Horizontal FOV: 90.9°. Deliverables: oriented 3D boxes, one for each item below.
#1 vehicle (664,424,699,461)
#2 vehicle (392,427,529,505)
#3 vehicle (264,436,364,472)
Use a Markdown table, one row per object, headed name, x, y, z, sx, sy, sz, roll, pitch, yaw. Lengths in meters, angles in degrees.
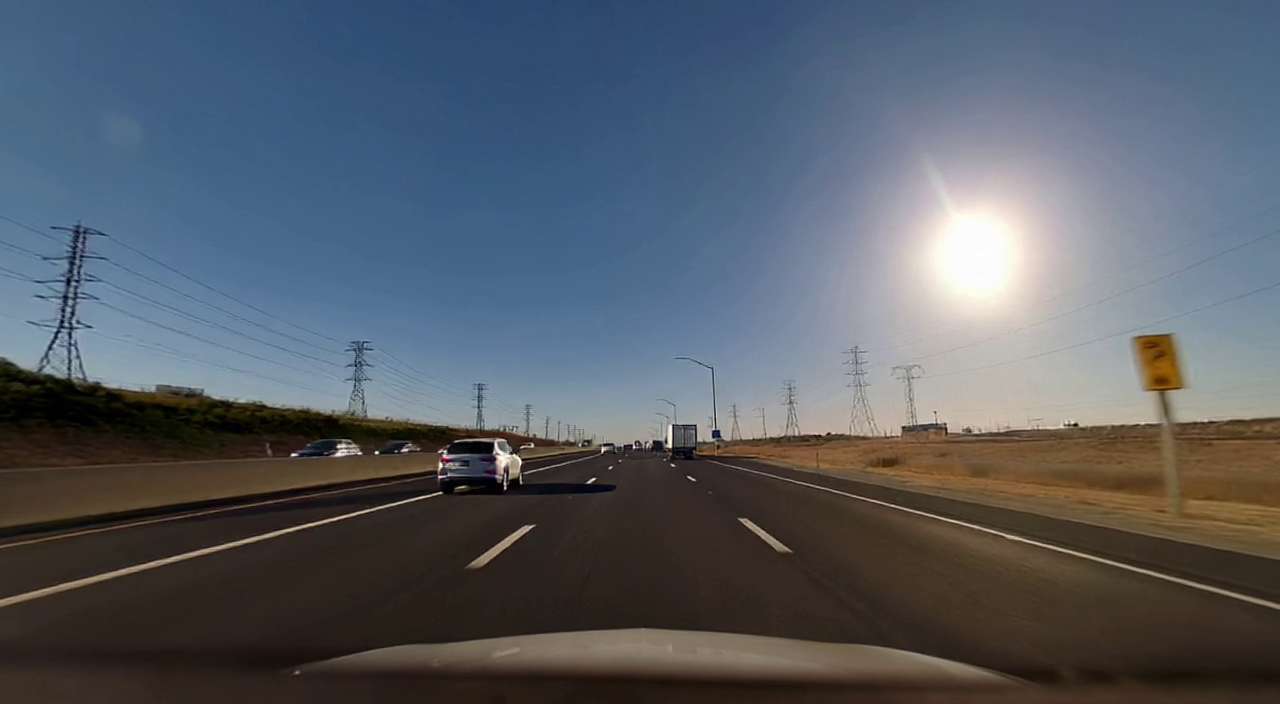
| name | x | y | z | sx | sy | sz | roll | pitch | yaw |
| --- | --- | --- | --- | --- | --- | --- | --- | --- | --- |
| vehicle | 3.155 | 7.097 | 49.197 | 2.352 | 2.698 | 5.688 | 0 | -8 | 0 |
| vehicle | -4.204 | 2.751 | 15.642 | 2.064 | 1.642 | 4.389 | 0 | -8 | 1 |
| vehicle | -15.701 | 4.942 | 30.710 | 2.226 | 1.582 | 4.795 | 0 | -8 | 1 |
